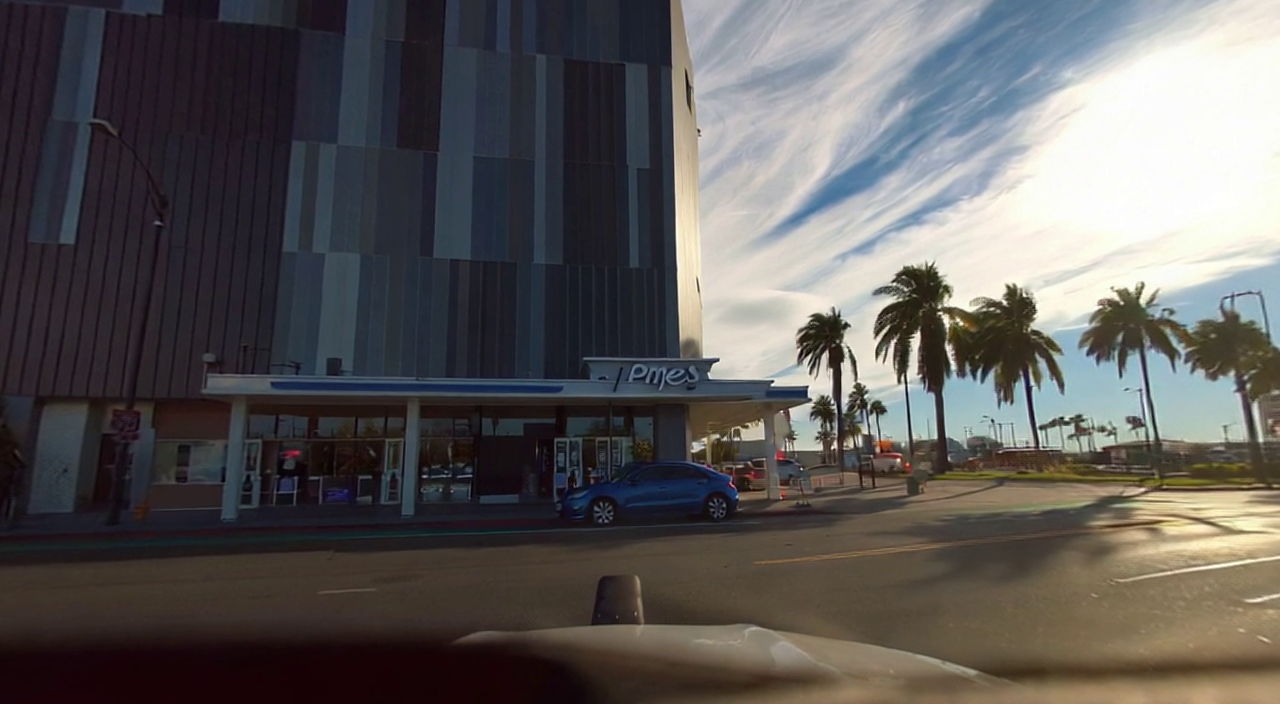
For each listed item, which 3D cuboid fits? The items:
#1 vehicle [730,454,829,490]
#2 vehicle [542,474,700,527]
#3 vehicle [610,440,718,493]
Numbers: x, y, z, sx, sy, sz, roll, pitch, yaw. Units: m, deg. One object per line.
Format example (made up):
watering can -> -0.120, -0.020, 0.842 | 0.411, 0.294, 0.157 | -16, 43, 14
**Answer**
vehicle -> 10.301, 8.760, 46.377 | 7.026, 2.329, 2.545 | 5, -7, -25
vehicle -> -0.566, 4.689, 20.291 | 4.782, 1.371, 1.763 | 4, -10, -27
vehicle -> 1.361, 6.505, 35.873 | 5.524, 2.504, 2.196 | 8, -7, -22
